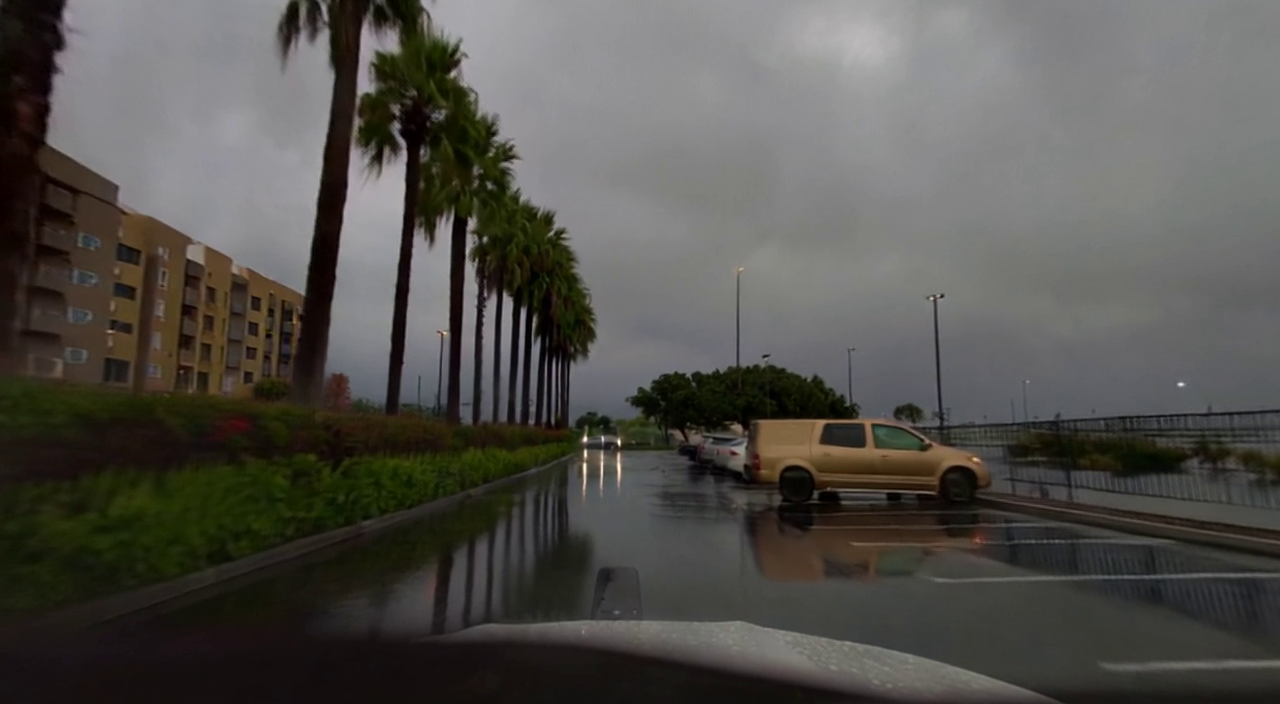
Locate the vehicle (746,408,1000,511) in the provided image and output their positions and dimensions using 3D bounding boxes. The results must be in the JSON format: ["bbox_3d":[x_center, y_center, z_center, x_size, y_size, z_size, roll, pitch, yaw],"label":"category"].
[{"bbox_3d":[4.718,2.235,13.314,4.609,1.734,1.909,3,-8,0],"label":"vehicle"}]
